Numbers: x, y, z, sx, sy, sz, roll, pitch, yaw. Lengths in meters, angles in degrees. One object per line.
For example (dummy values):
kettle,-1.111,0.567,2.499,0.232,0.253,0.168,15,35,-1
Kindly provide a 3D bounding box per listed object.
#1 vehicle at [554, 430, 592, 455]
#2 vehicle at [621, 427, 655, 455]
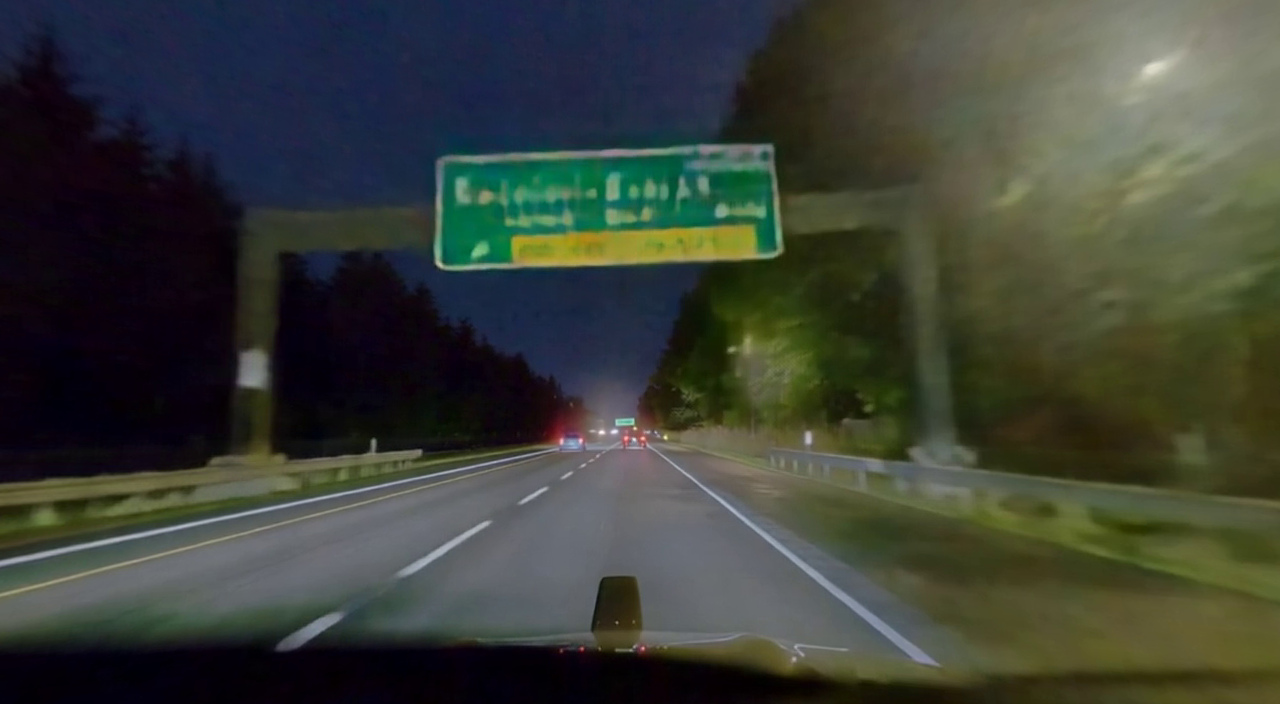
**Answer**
vehicle,-4.462,6.061,42.432,2.055,1.610,4.116,0,-8,0
vehicle,-0.149,5.965,42.385,2.170,1.790,4.490,0,-8,-1
